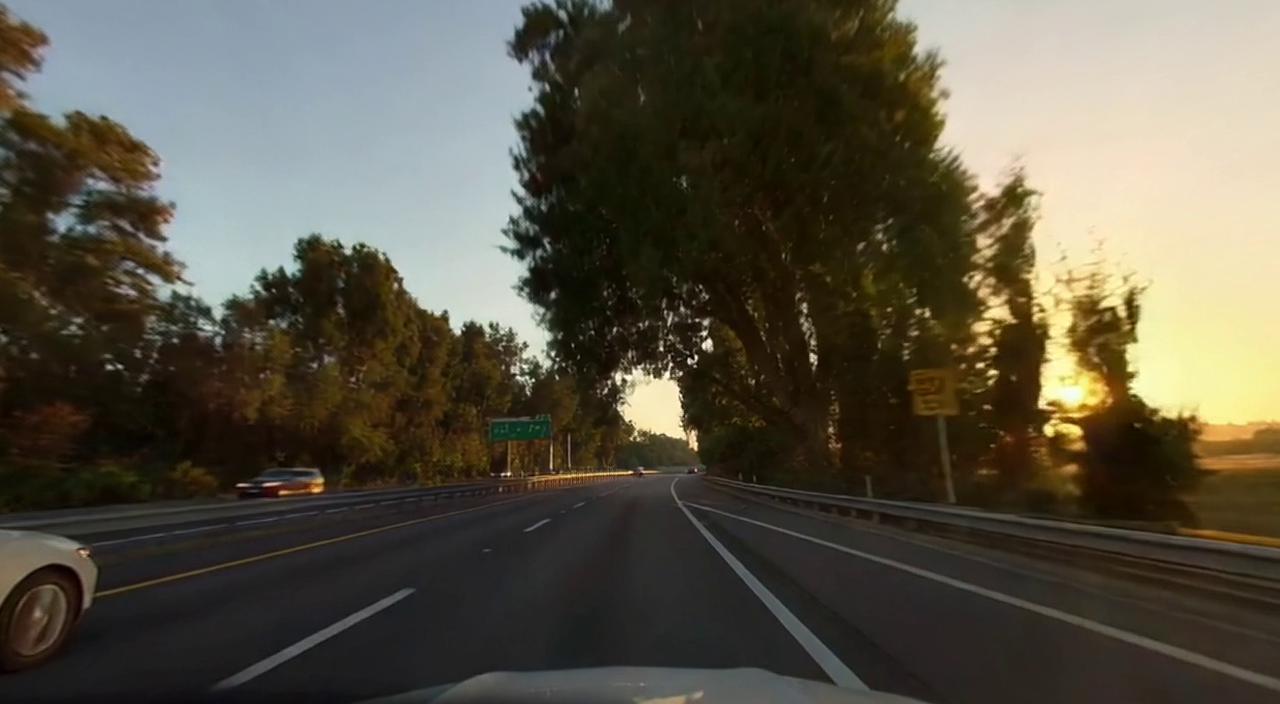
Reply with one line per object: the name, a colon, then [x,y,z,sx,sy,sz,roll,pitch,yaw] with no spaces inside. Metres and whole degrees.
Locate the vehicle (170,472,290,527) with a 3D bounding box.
vehicle: [-16.217,5.824,25.127,1.986,1.636,4.048,-3,-7,2]
